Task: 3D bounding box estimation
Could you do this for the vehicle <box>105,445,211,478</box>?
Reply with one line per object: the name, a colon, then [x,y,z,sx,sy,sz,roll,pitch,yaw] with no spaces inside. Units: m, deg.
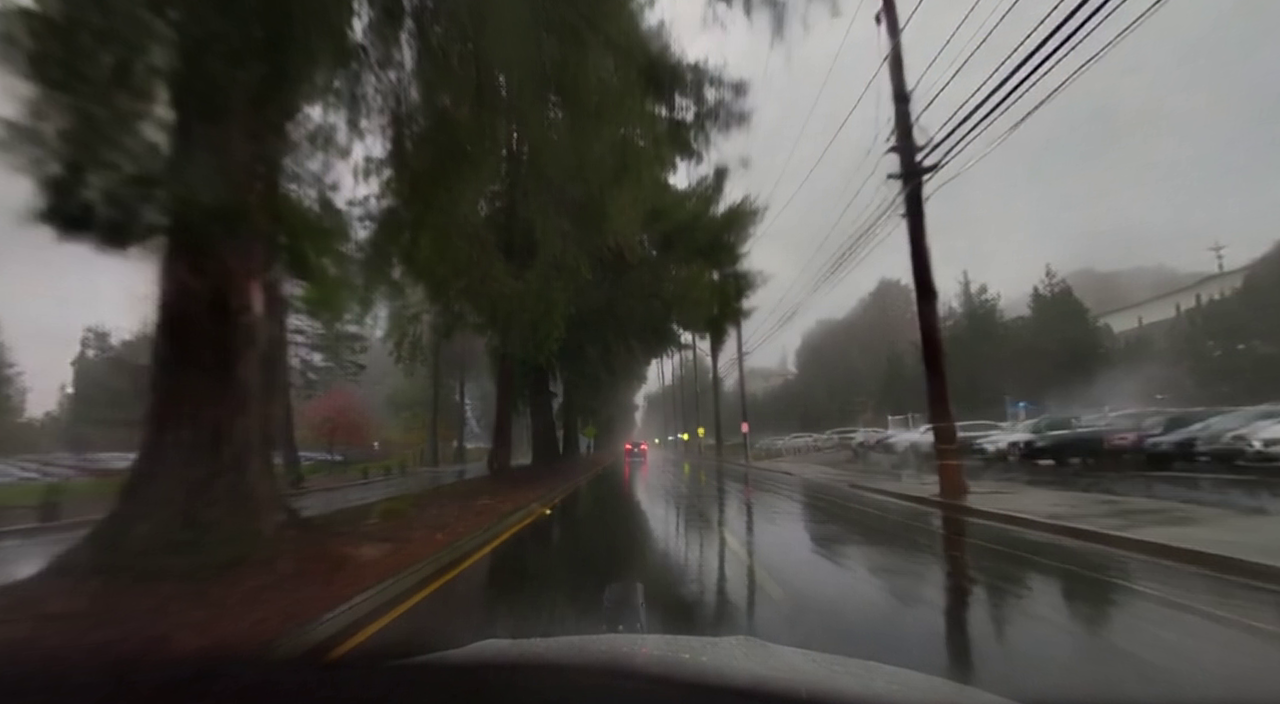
vehicle: [-33.789,7.693,44.390,5.614,1.886,2.254,-3,-8,0]
